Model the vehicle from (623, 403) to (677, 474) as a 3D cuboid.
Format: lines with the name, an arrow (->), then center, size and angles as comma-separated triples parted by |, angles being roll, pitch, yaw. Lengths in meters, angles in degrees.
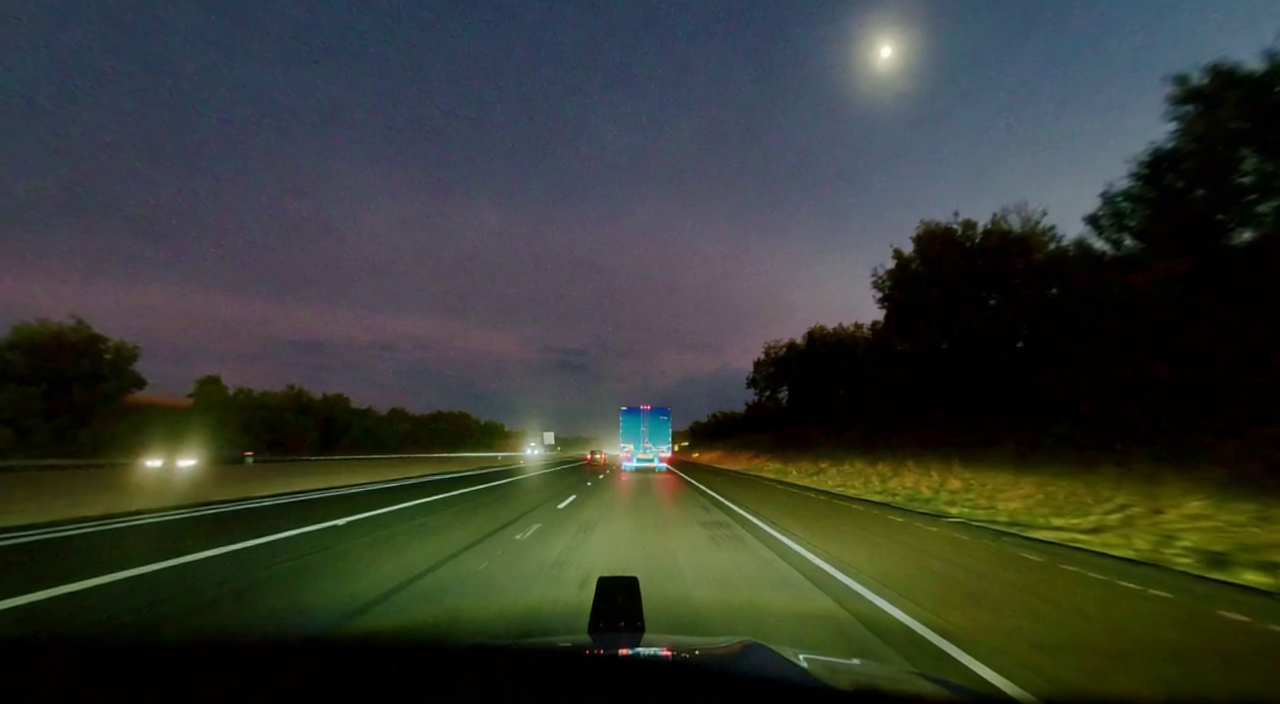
vehicle -> 0.416, 5.743, 41.255 | 3.055, 4.009, 10.972 | 0, -9, -2

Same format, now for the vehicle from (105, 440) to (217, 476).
vehicle -> -22.479, 4.992, 29.804 | 1.855, 1.527, 4.365 | 0, -9, 0
